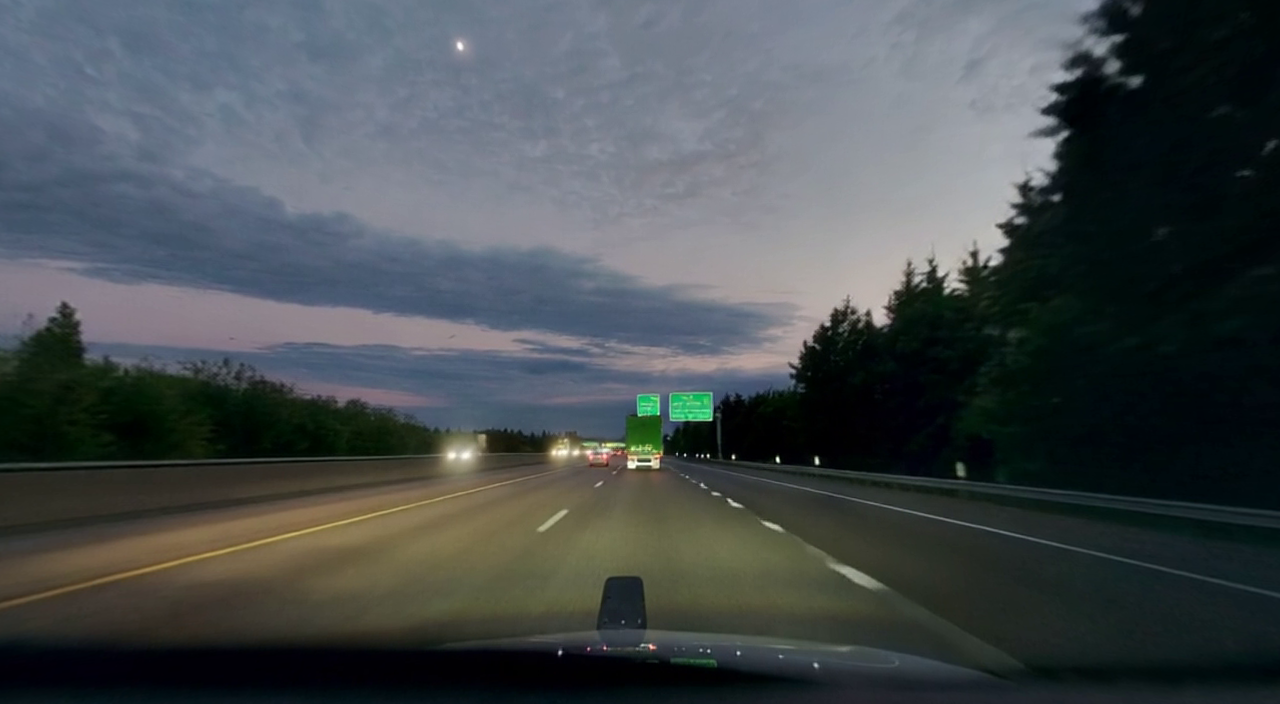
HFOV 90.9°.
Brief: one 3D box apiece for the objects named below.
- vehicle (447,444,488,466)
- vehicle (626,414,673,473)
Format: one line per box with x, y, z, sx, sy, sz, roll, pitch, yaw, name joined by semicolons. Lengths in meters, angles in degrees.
-13.422;8.070;49.270;1.957;1.611;4.223;0;-9;0;vehicle
0.485;6.416;43.956;2.893;3.628;9.081;0;-9;-2;vehicle
